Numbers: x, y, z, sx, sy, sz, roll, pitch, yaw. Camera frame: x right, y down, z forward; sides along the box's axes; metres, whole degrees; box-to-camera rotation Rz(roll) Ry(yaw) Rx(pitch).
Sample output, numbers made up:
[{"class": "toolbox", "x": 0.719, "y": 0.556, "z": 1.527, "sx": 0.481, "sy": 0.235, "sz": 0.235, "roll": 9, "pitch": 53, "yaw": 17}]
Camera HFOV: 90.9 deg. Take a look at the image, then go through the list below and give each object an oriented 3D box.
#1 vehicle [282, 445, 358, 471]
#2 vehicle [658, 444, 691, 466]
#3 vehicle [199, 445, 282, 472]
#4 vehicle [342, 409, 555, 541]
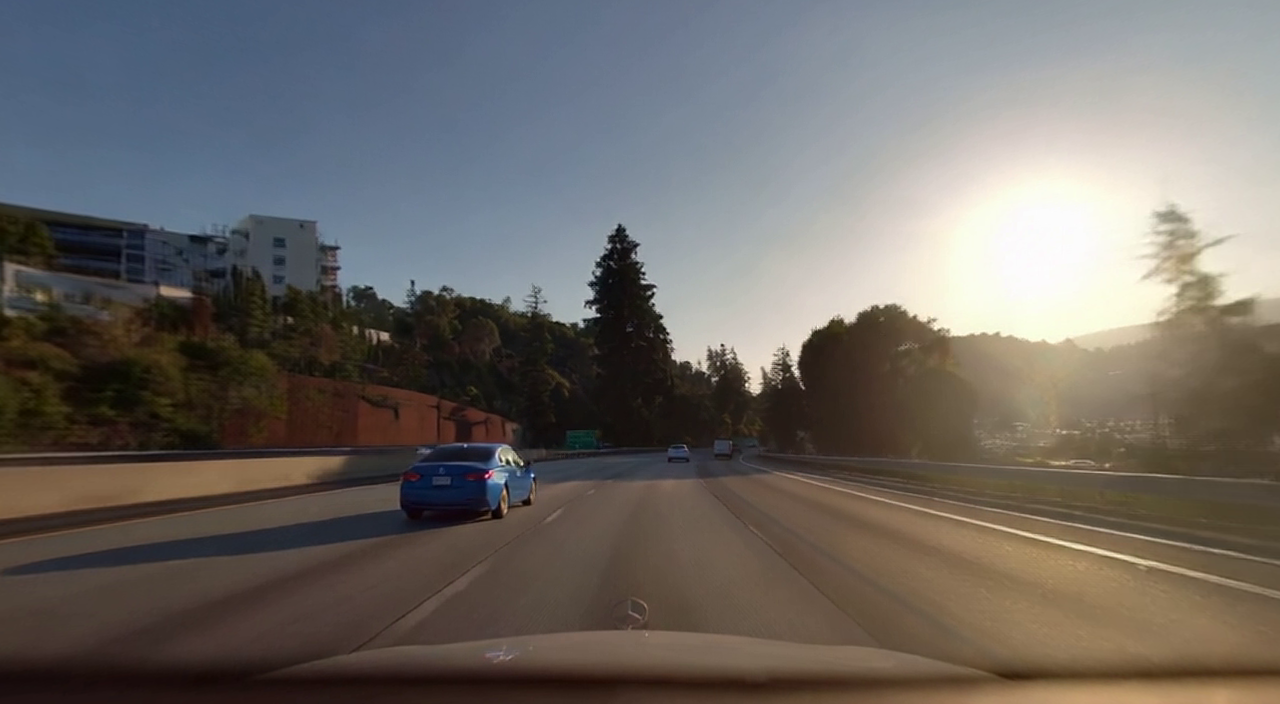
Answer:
[{"class": "vehicle", "x": -19.296, "y": 6.381, "z": 38.277, "sx": 1.902, "sy": 1.478, "sz": 4.631, "roll": 0, "pitch": -9, "yaw": 4}, {"class": "vehicle", "x": 2.433, "y": 7.139, "z": 43.931, "sx": 2.158, "sy": 1.458, "sz": 3.656, "roll": 0, "pitch": -9, "yaw": 4}, {"class": "vehicle", "x": -23.377, "y": 6.214, "z": 37.106, "sx": 1.808, "sy": 1.495, "sz": 4.294, "roll": -1, "pitch": -9, "yaw": 4}, {"class": "vehicle", "x": -3.015, "y": 2.080, "z": 11.313, "sx": 2.185, "sy": 1.823, "sz": 4.854, "roll": 0, "pitch": -9, "yaw": 1}]
